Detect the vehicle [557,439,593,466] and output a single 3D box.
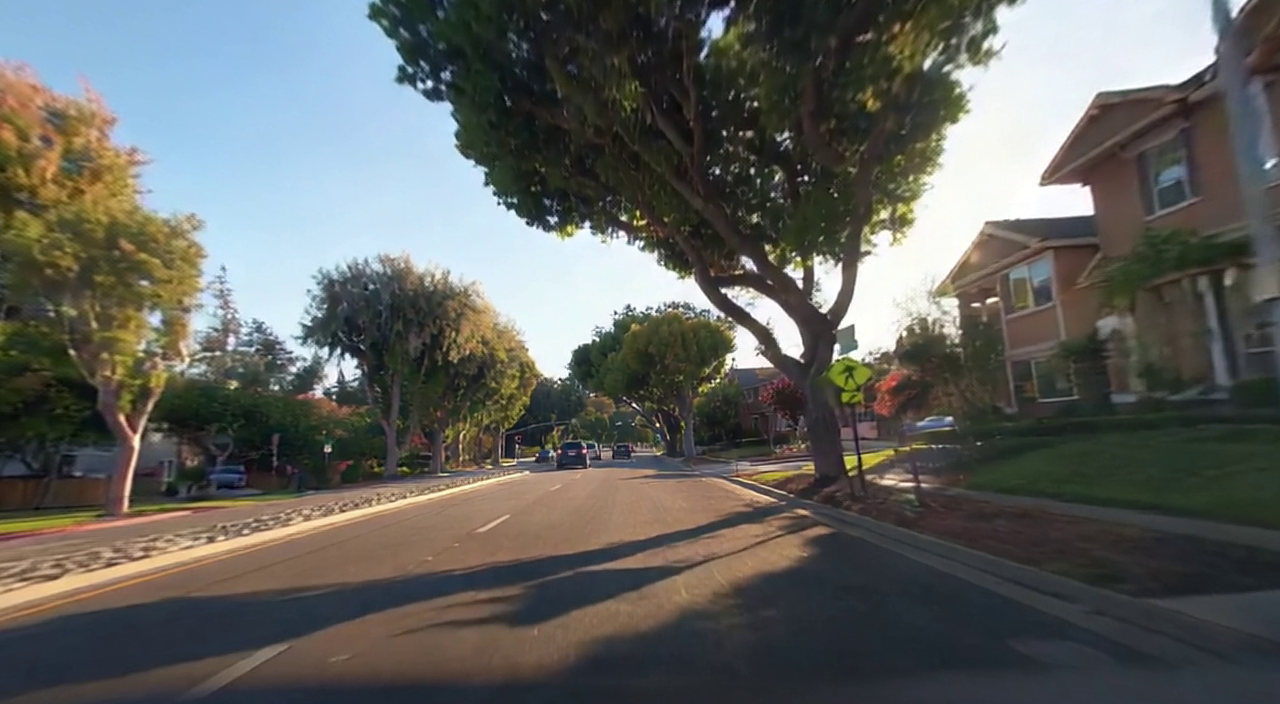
[{"bbox_3d":[-4.486,6.985,44.172,2.065,1.714,4.272,0,-8,0],"label":"vehicle"}]
